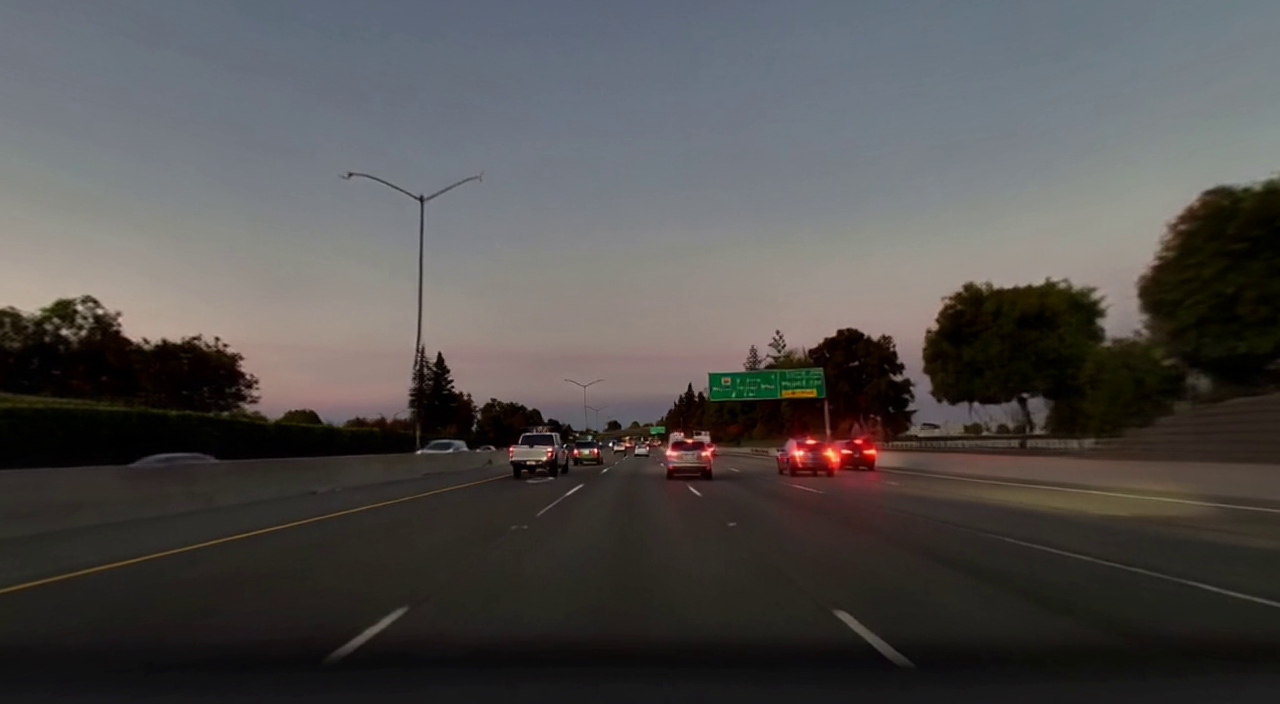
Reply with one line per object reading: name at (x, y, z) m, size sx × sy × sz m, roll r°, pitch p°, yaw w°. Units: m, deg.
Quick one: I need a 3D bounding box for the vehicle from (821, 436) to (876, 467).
vehicle at (12.800, 6.147, 38.932) m, size 2.010 × 1.765 × 4.375 m, roll 0°, pitch -8°, yaw 1°

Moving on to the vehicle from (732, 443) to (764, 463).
vehicle at (8.287, 7.767, 48.600) m, size 1.815 × 1.479 × 3.892 m, roll 0°, pitch -8°, yaw 1°

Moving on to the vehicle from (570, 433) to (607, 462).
vehicle at (-3.902, 7.412, 48.948) m, size 2.317 × 2.049 × 5.746 m, roll 0°, pitch -8°, yaw 1°

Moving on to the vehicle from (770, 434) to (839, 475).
vehicle at (7.253, 4.557, 28.137) m, size 2.022 × 1.682 × 4.226 m, roll 0°, pitch -8°, yaw 1°

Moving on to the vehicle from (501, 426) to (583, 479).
vehicle at (-3.572, 3.806, 23.981) m, size 2.199 × 1.777 × 4.790 m, roll 0°, pitch -8°, yaw 2°

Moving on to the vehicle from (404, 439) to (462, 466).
vehicle at (-13.270, 6.453, 40.631) m, size 1.960 × 1.588 × 4.540 m, roll 0°, pitch -9°, yaw 3°

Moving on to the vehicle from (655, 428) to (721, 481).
vehicle at (1.668, 3.694, 22.895) m, size 2.181 × 1.728 × 3.970 m, roll 0°, pitch -8°, yaw 2°
